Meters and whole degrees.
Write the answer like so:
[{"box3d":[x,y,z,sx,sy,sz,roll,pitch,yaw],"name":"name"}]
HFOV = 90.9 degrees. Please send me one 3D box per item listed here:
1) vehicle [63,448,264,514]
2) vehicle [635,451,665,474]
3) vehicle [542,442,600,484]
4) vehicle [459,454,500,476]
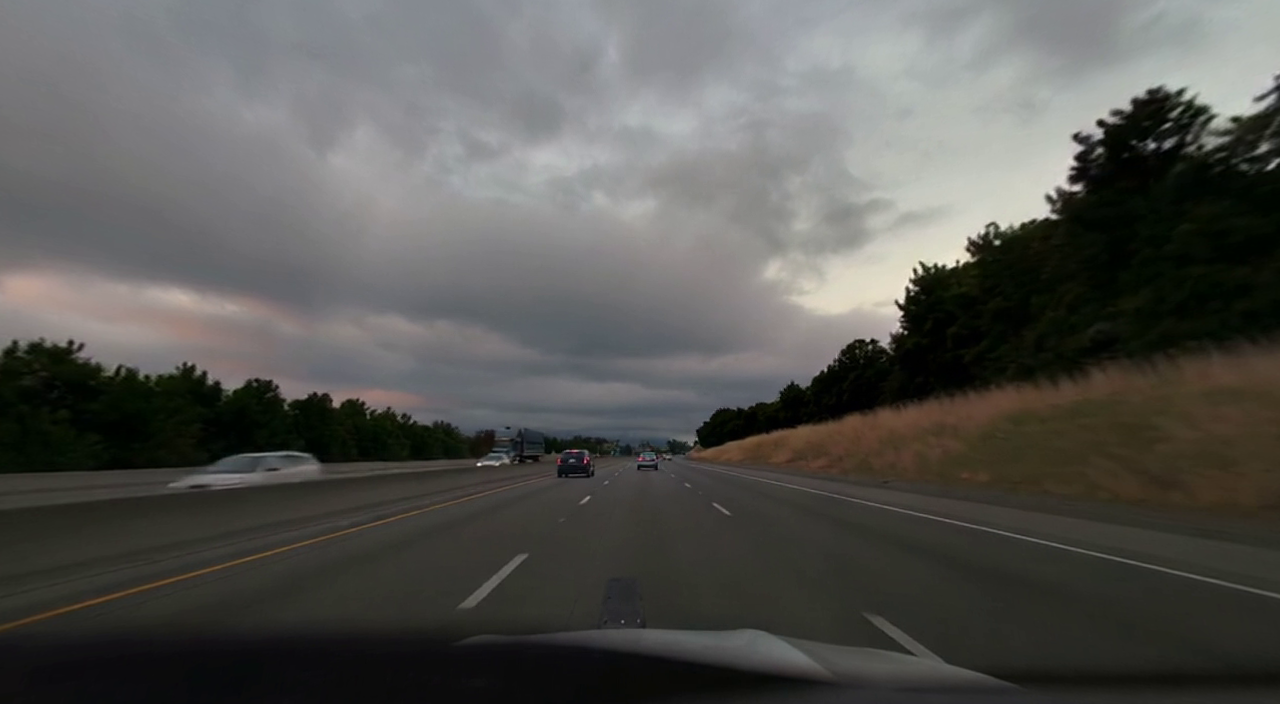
[{"box3d":[-13.157,3.546,17.880,2.034,1.599,4.549,0,-9,2],"name":"vehicle"},{"box3d":[0.656,7.828,44.979,2.036,1.519,4.225,0,-9,0],"name":"vehicle"},{"box3d":[-3.061,5.073,29.017,2.143,1.770,4.283,0,-9,1],"name":"vehicle"},{"box3d":[-11.385,8.029,44.854,1.817,1.439,4.056,0,-9,1],"name":"vehicle"}]
